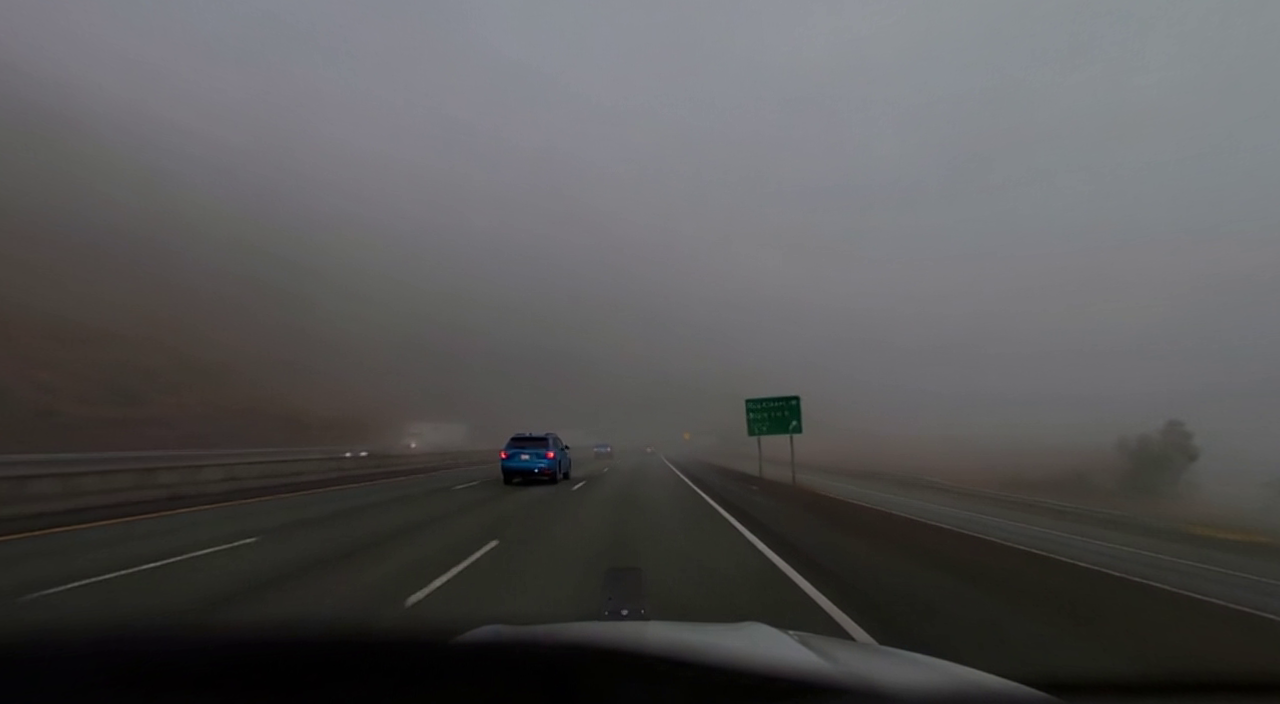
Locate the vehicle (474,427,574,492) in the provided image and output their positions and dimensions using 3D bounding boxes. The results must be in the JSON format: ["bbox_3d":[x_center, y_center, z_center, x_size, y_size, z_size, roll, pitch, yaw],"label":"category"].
[{"bbox_3d":[-3.373,3.227,19.281,2.138,1.718,4.415,0,-8,1],"label":"vehicle"}]
